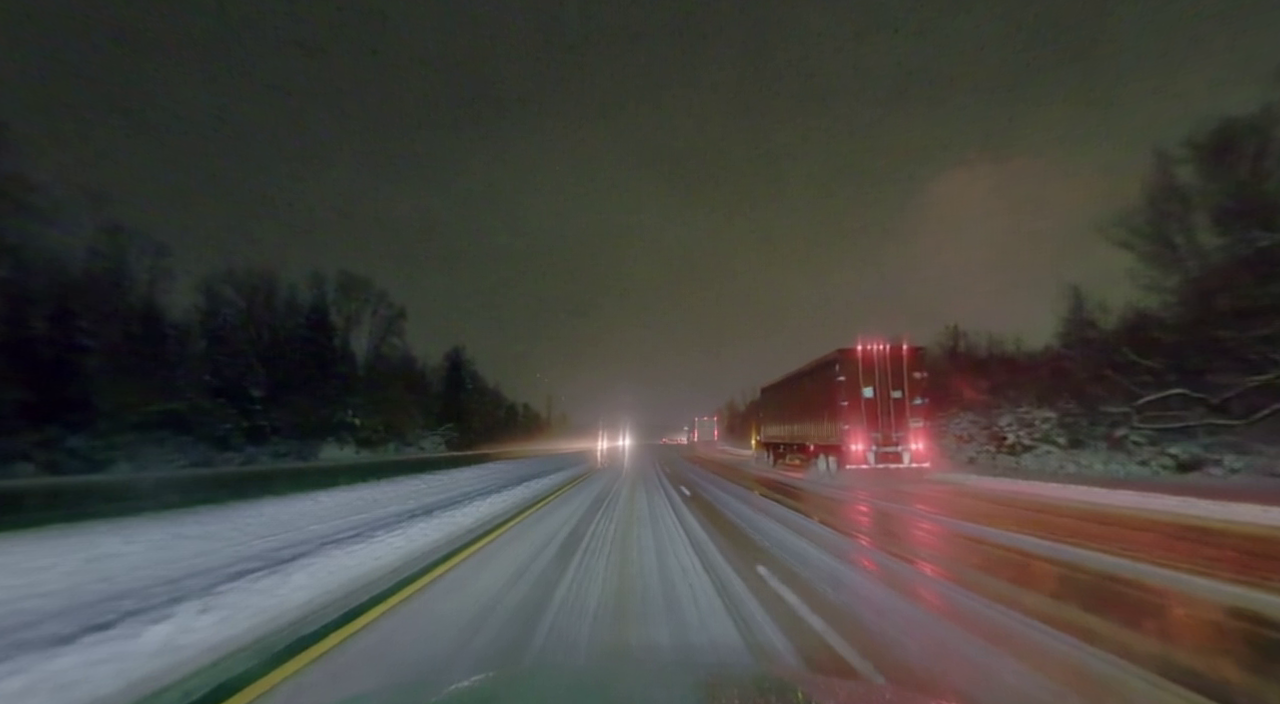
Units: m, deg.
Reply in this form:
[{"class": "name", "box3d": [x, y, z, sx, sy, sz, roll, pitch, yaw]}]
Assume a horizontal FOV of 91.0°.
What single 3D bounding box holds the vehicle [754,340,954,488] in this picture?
[{"class": "vehicle", "box3d": [7.164, 2.687, 24.425, 2.885, 4.075, 13.981, 0, -8, 0]}]
